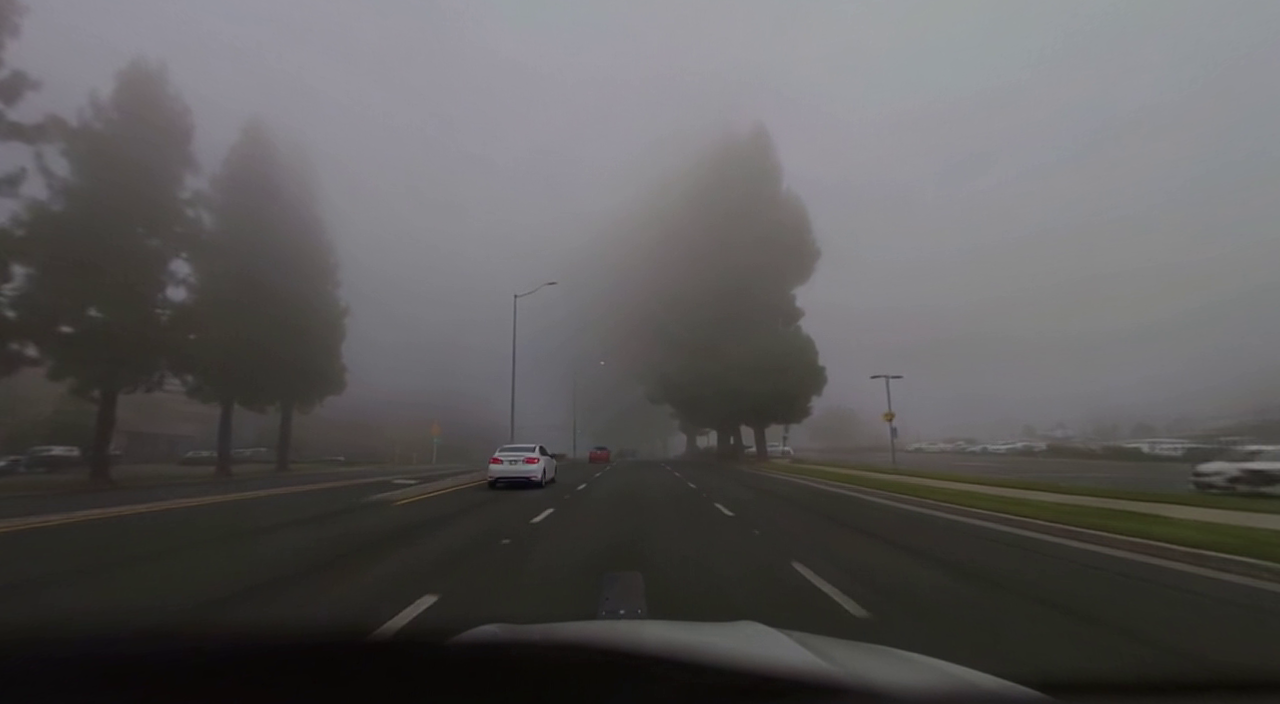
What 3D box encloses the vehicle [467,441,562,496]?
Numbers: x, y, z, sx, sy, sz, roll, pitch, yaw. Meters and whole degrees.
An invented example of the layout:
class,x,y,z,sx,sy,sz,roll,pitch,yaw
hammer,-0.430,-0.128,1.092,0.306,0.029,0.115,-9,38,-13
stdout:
class,x,y,z,sx,sy,sz,roll,pitch,yaw
vehicle,-3.679,3.495,19.353,2.003,1.454,4.484,0,-9,0
